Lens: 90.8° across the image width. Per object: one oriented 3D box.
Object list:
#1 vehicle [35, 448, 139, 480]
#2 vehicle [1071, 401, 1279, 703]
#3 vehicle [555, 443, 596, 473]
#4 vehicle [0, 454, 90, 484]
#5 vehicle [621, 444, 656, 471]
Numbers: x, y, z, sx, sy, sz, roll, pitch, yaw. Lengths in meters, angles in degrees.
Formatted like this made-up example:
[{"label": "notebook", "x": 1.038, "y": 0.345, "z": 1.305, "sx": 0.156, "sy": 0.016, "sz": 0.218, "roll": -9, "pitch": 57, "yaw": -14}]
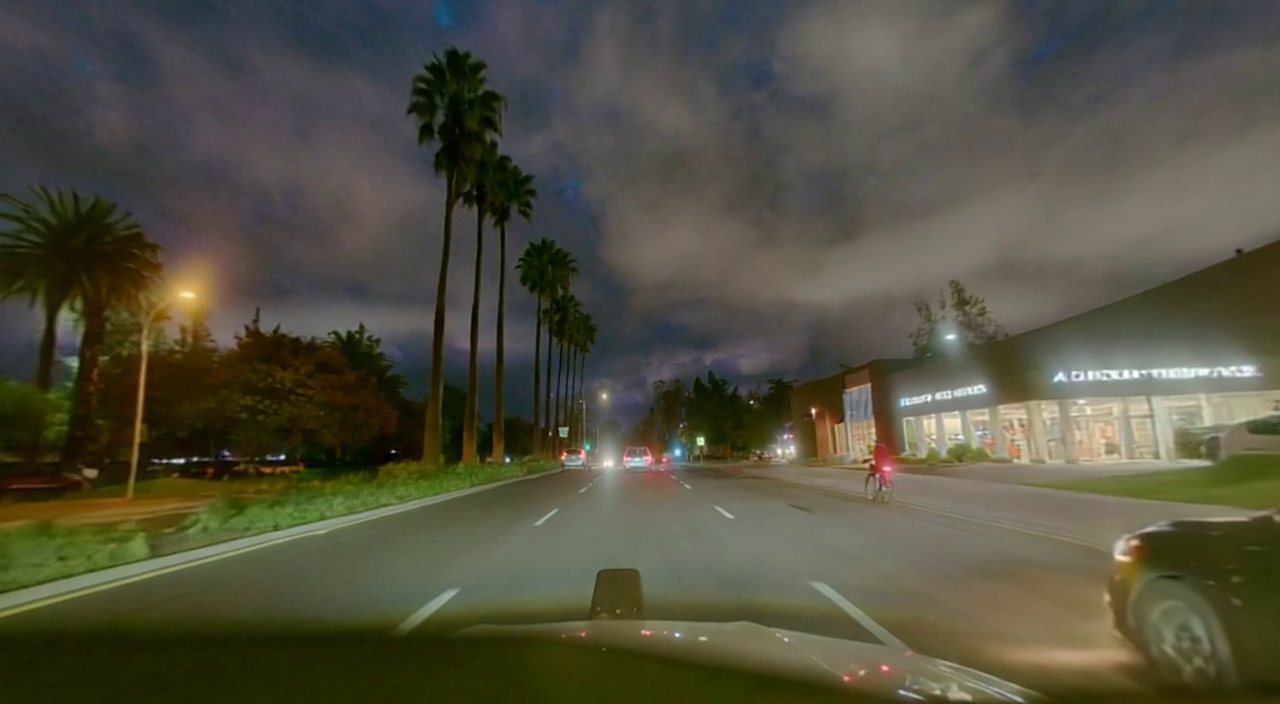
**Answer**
[{"label": "vehicle", "x": -34.955, "y": 7.064, "z": 40.035, "sx": 4.377, "sy": 1.951, "sz": 2.245, "roll": 0, "pitch": -9, "yaw": 0}, {"label": "vehicle", "x": 3.675, "y": 0.790, "z": 1.470, "sx": 2.090, "sy": 1.503, "sz": 4.566, "roll": 0, "pitch": -9, "yaw": 0}, {"label": "vehicle", "x": -3.980, "y": 6.605, "z": 39.615, "sx": 2.071, "sy": 1.744, "sz": 4.500, "roll": 0, "pitch": -9, "yaw": 0}, {"label": "vehicle", "x": -35.295, "y": 6.837, "z": 36.941, "sx": 4.274, "sy": 1.625, "sz": 2.070, "roll": 0, "pitch": -9, "yaw": 2}, {"label": "vehicle", "x": -0.132, "y": 6.668, "z": 40.074, "sx": 2.102, "sy": 1.653, "sz": 3.698, "roll": 0, "pitch": -9, "yaw": -1}]
